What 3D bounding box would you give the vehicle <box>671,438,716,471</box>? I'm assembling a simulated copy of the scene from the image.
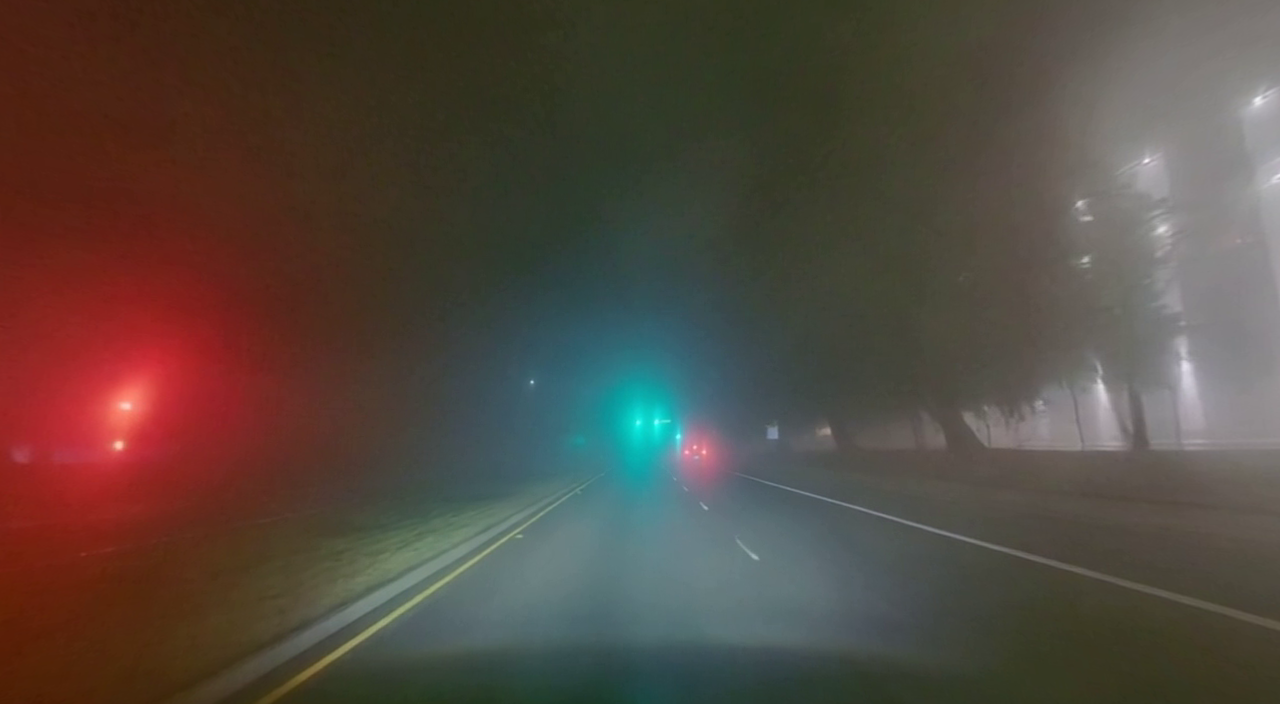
[{"bbox_3d":[3.122,6.131,38.090,2.085,1.828,5.383,0,-8,-1],"label":"vehicle"}]
